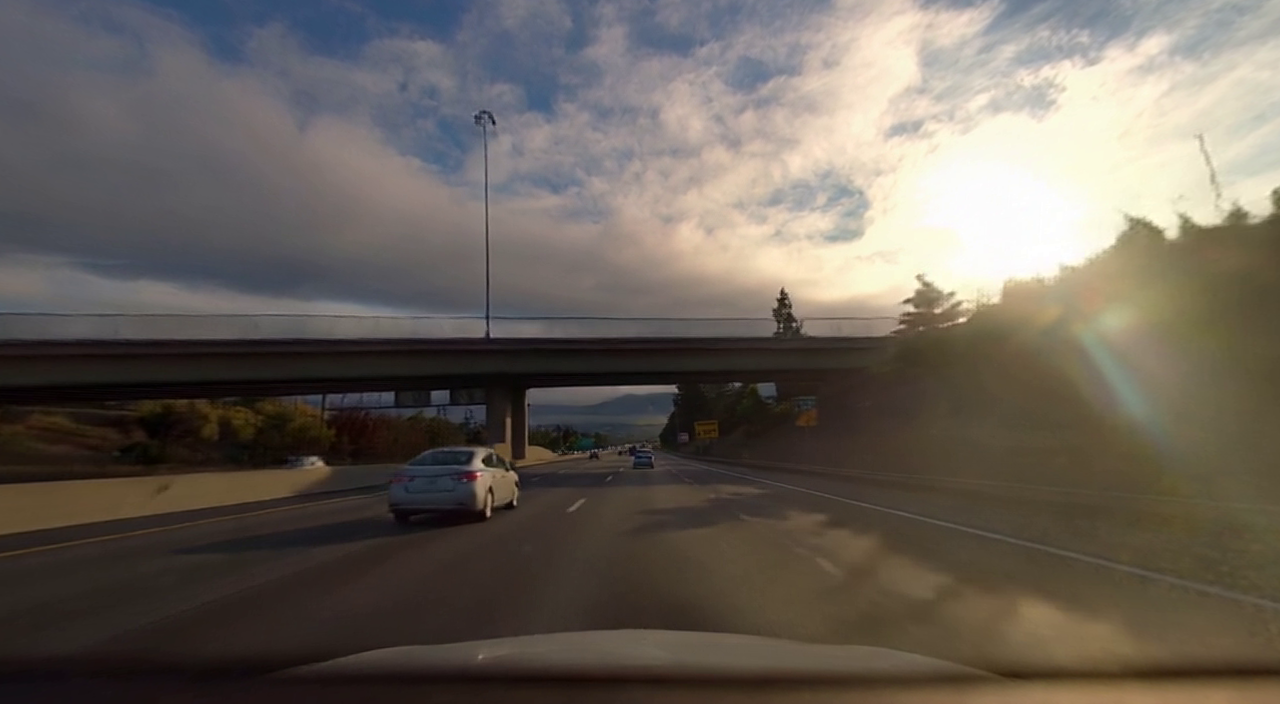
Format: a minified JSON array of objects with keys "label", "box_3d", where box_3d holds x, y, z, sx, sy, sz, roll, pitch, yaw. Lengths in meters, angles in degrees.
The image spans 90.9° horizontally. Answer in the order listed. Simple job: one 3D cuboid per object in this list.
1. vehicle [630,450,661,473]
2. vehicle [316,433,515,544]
[{"label":"vehicle","box_3d":[0.415,7.775,45.004,2.113,1.537,4.208,0,-9,0]},{"label":"vehicle","box_3d":[-3.846,2.420,11.810,2.055,1.665,4.373,0,-9,1]}]
